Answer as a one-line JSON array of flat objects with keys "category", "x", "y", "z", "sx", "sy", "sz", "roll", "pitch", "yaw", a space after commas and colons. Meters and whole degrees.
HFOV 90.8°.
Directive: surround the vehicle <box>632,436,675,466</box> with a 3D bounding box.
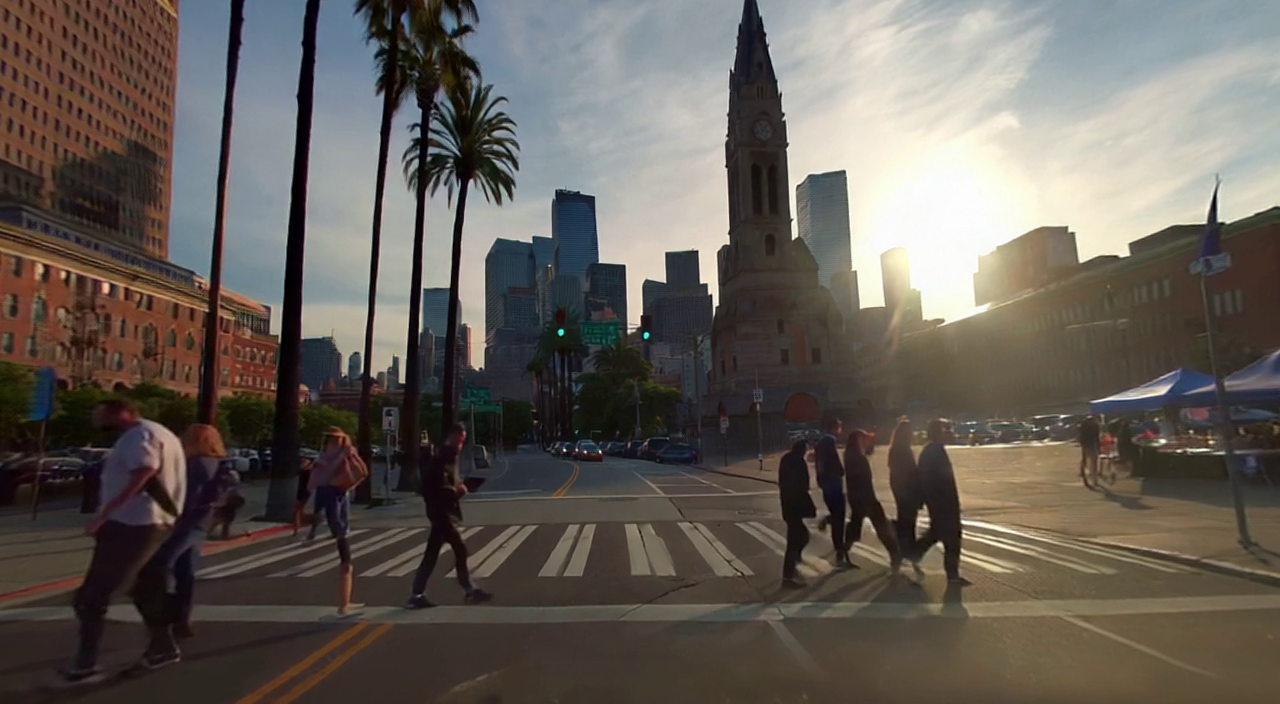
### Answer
[{"category": "vehicle", "x": 0.910, "y": 7.291, "z": 46.672, "sx": 2.322, "sy": 2.071, "sz": 5.366, "roll": 1, "pitch": -9, "yaw": -9}]
